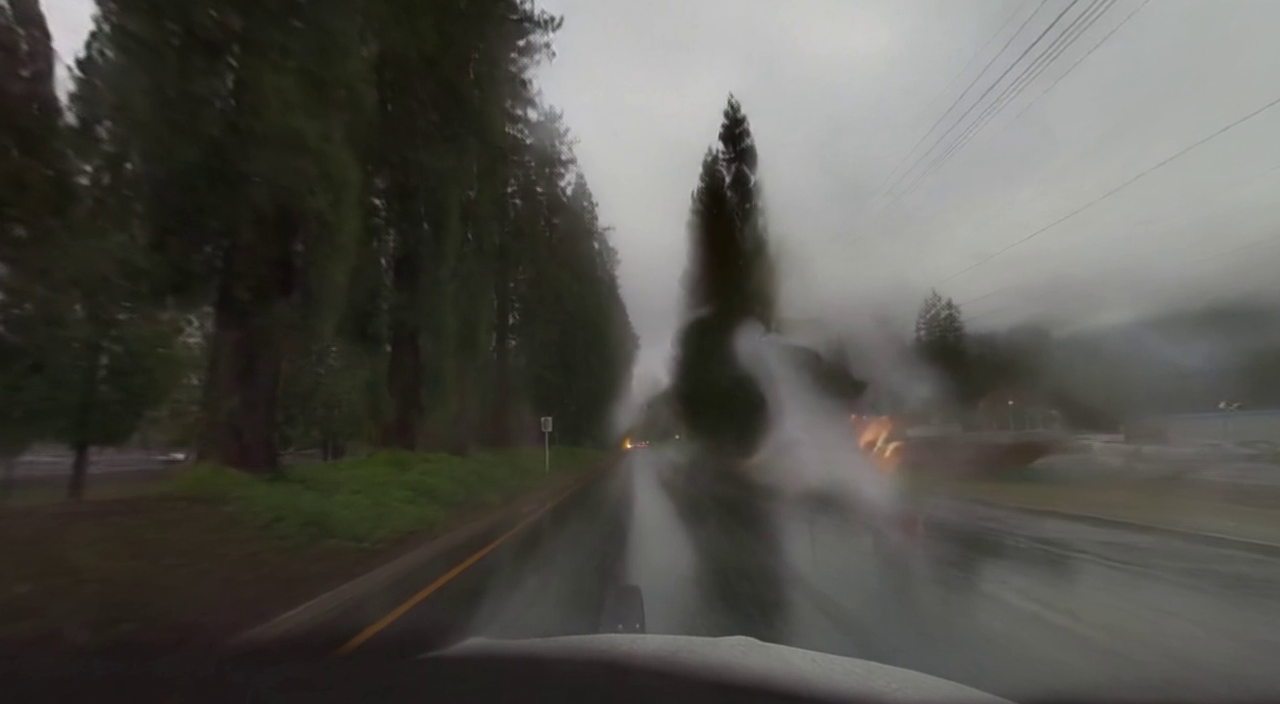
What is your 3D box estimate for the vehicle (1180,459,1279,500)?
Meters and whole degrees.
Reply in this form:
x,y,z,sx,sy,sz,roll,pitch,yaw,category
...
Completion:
x,y,z,sx,sy,sz,roll,pitch,yaw,category
23.583,4.808,23.996,4.239,1.407,1.841,-1,-8,4,vehicle
